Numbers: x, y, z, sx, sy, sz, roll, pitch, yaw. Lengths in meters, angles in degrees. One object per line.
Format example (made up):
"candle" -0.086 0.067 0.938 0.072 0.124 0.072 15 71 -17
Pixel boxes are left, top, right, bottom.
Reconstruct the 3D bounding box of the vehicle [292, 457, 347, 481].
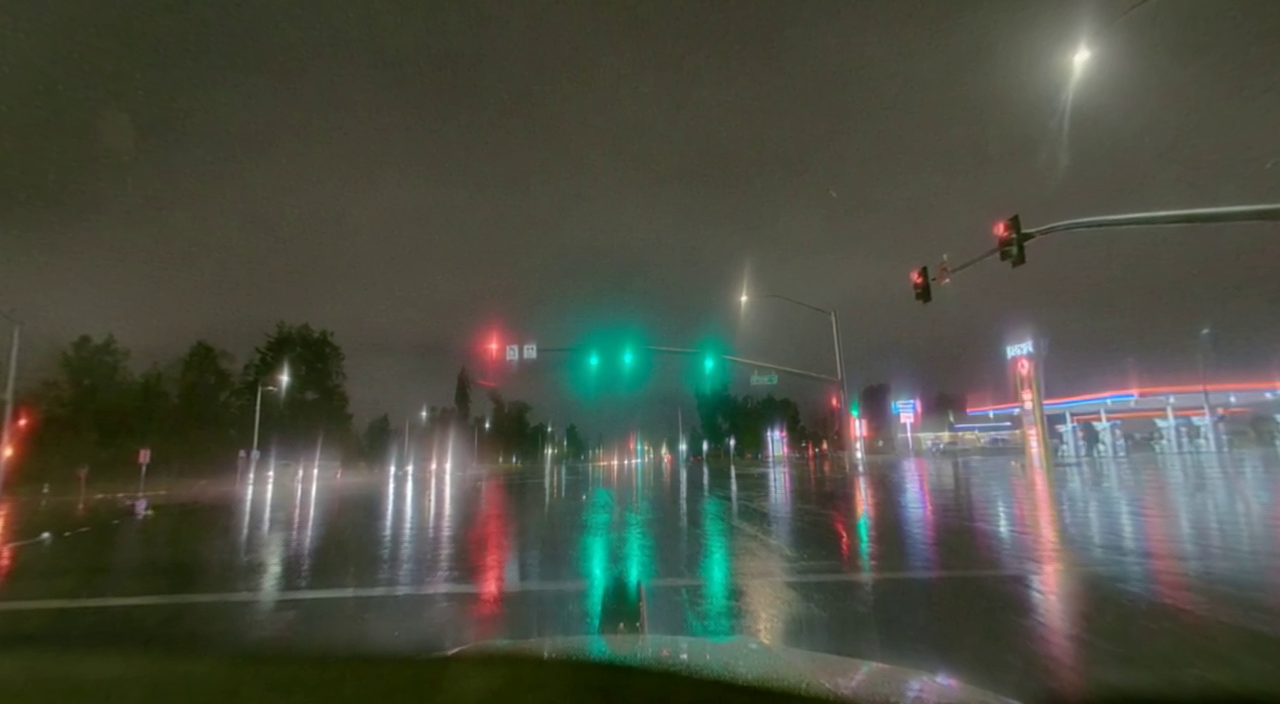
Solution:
"vehicle" -24.785 9.022 49.027 2.098 1.684 4.388 0 -9 -2

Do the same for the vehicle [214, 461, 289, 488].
"vehicle" -24.695 7.777 40.358 1.895 1.483 4.790 0 -9 -2

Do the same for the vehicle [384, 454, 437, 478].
"vehicle" -15.331 7.630 42.520 1.920 1.434 4.328 0 -9 0
